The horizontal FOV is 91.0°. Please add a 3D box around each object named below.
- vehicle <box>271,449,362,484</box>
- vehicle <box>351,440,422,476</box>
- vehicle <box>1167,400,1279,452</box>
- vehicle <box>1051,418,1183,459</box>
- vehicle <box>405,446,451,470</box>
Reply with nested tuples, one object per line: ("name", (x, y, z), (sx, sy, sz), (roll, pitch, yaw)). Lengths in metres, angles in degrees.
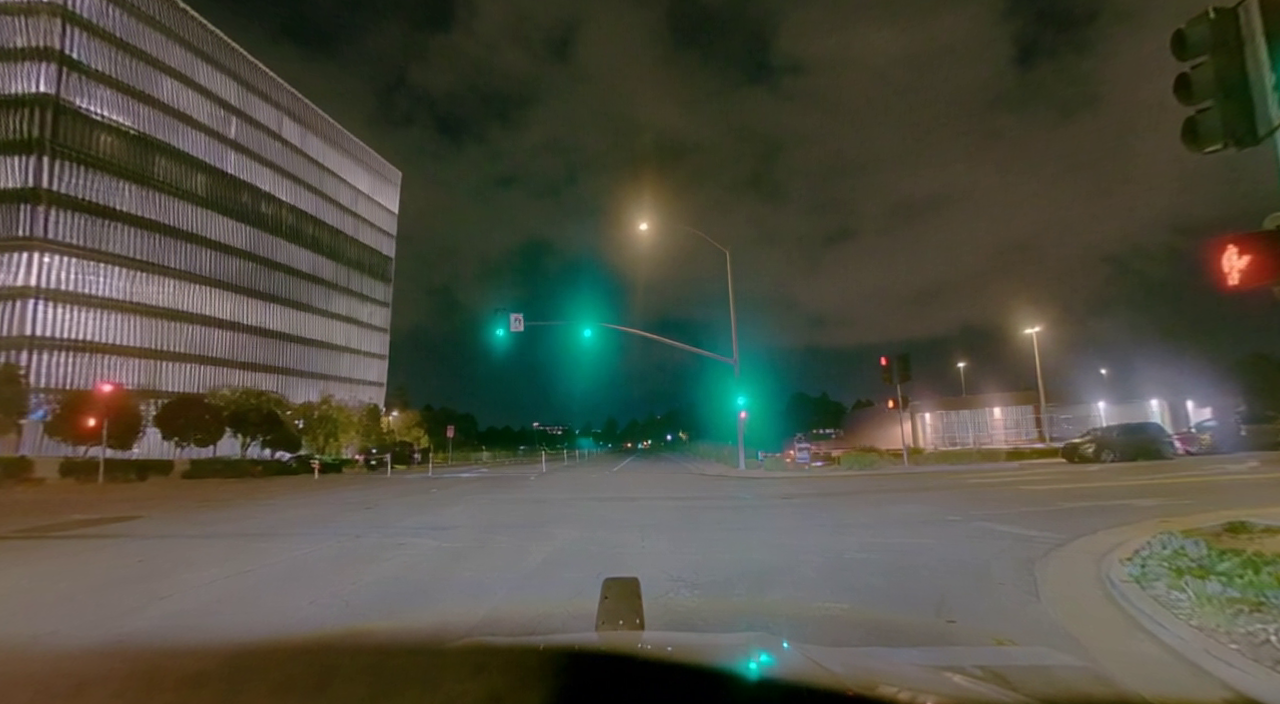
("vehicle", (-14.828, 5.243, 29.202), (1.790, 1.437, 4.349), (0, -9, 2))
("vehicle", (-14.886, 6.256, 37.372), (2.091, 1.915, 5.040), (0, -9, 0))
("vehicle", (24.403, 3.019, 25.178), (2.109, 1.836, 5.080), (-2, -10, 0))
("vehicle", (19.064, 3.523, 25.485), (1.834, 1.480, 4.458), (0, -9, -1))
("vehicle", (-15.141, 7.612, 45.263), (1.932, 1.605, 4.146), (1, -9, -1))
